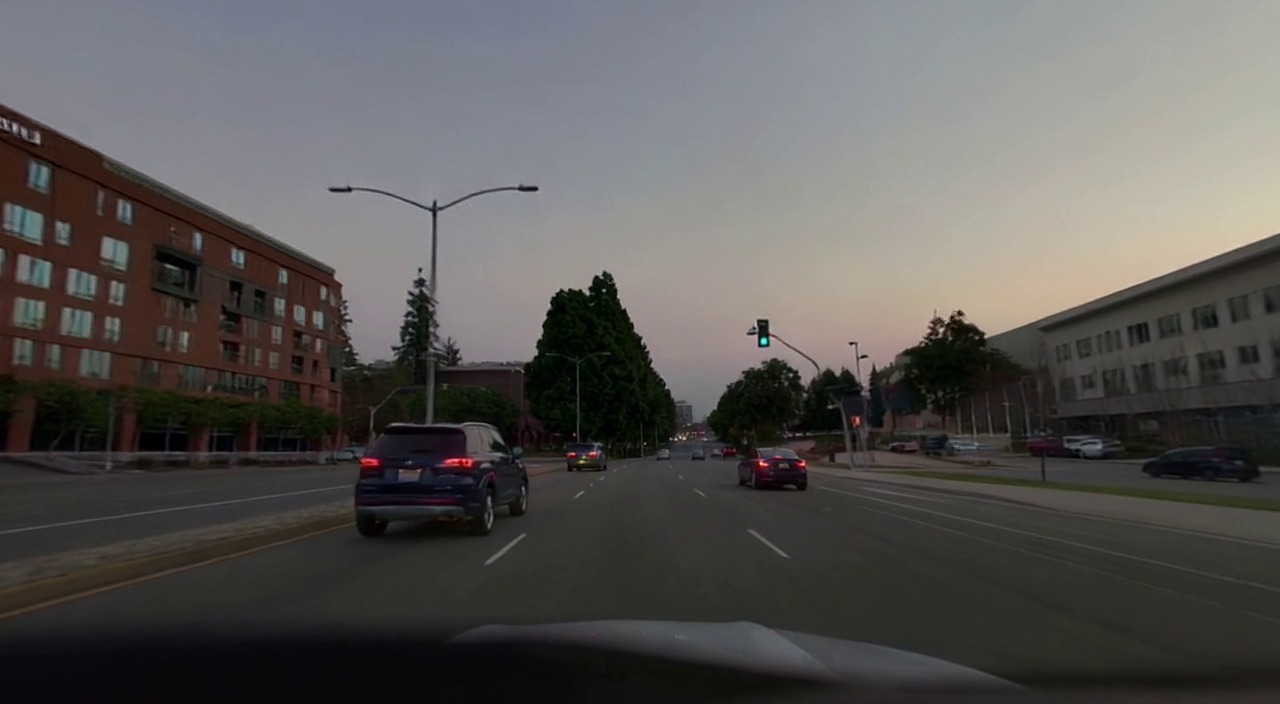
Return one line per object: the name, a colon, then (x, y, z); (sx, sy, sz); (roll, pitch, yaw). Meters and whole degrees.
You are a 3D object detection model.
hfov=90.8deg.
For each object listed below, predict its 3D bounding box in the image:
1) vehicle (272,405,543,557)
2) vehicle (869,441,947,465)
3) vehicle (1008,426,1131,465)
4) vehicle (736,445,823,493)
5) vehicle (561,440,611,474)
vehicle: (-3.305, 2.014, 10.607); (2.450, 1.866, 5.416); (0, -9, 0)
vehicle: (19.709, 7.435, 46.425); (4.972, 1.547, 2.226); (2, -10, -21)
vehicle: (27.793, 6.167, 41.424); (2.943, 2.298, 7.374); (0, -9, 0)
vehicle: (4.732, 4.026, 22.114); (1.960, 1.471, 4.378); (0, -9, -1)
vehicle: (-3.033, 6.082, 36.793); (2.305, 1.833, 4.912); (-1, -9, 2)
